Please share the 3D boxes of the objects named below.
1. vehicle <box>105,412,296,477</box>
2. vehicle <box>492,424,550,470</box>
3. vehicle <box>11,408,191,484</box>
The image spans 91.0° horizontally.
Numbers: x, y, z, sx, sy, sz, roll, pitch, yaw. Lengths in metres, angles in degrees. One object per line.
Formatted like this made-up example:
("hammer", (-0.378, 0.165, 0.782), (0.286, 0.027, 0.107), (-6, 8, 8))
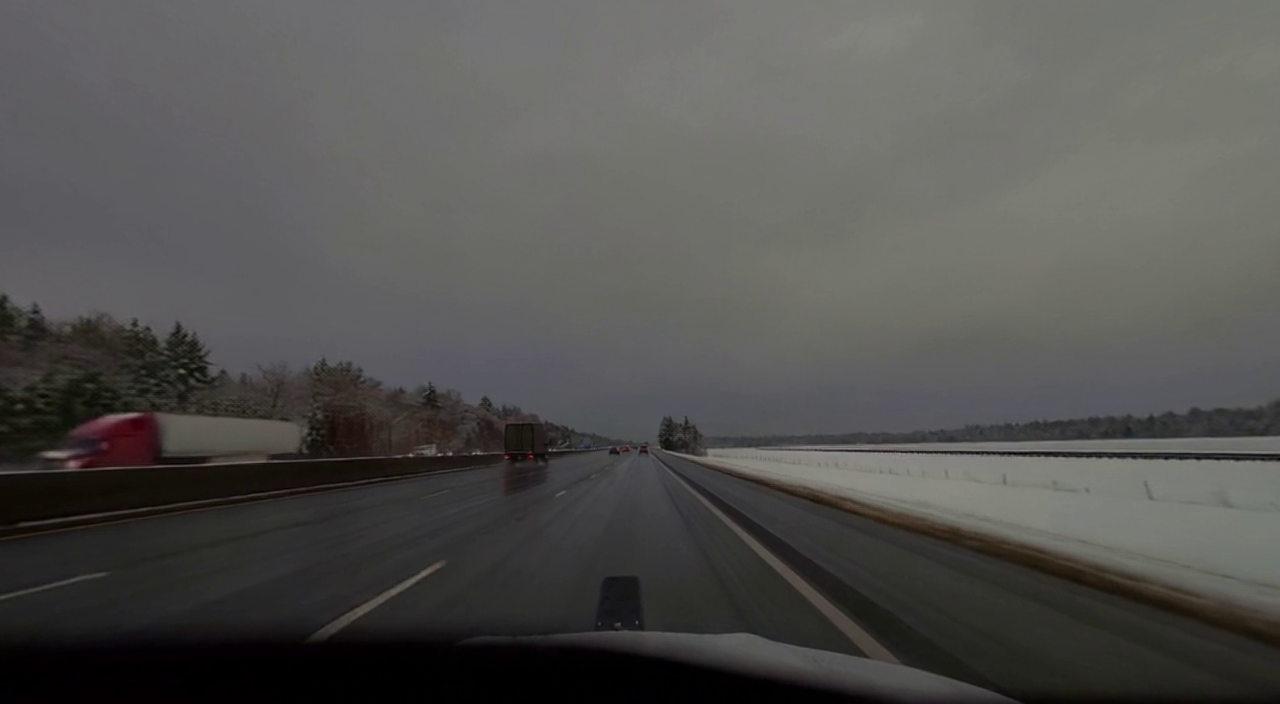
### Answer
("vehicle", (-33.065, 7.303, 49.211), (2.929, 4.174, 16.725), (0, -9, 0))
("vehicle", (-7.437, 6.057, 40.171), (2.444, 2.685, 5.893), (0, -9, 1))
("vehicle", (-32.968, 5.890, 39.277), (2.981, 4.148, 8.975), (0, -9, 1))
